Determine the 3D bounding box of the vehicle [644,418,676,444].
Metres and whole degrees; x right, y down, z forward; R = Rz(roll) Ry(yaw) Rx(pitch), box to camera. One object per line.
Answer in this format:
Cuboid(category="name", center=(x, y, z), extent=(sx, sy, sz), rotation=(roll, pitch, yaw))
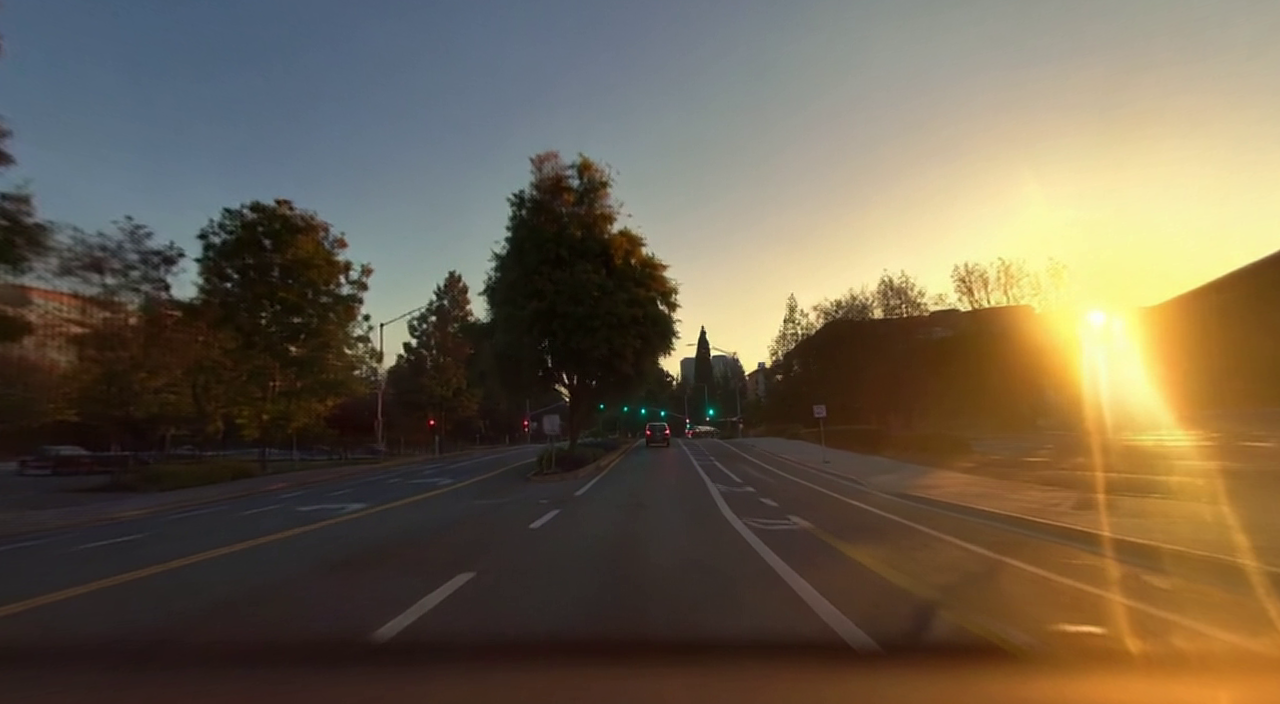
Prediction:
Cuboid(category="vehicle", center=(1.541, 6.287, 49.880), extent=(2.371, 1.926, 5.099), rotation=(0, -8, 0))
